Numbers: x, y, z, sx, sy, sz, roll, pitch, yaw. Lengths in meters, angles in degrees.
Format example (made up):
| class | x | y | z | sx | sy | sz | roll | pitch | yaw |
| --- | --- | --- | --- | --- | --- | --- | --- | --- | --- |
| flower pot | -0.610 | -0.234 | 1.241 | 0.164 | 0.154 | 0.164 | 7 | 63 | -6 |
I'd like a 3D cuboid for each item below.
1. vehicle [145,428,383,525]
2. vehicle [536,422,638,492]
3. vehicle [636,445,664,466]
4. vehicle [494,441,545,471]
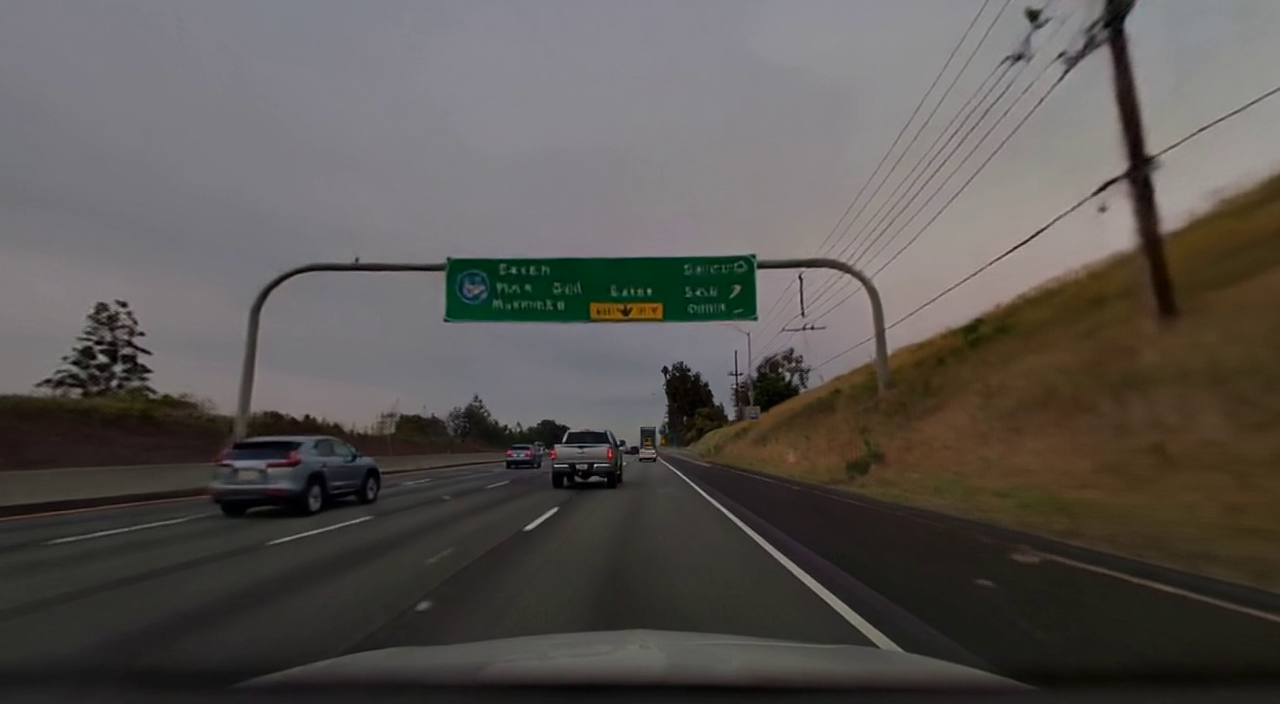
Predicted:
| class | x | y | z | sx | sy | sz | roll | pitch | yaw |
| --- | --- | --- | --- | --- | --- | --- | --- | --- | --- |
| vehicle | -7.266 | 2.426 | 12.889 | 2.055 | 1.618 | 4.457 | 0 | -8 | 1 |
| vehicle | -1.600 | 3.584 | 21.892 | 2.972 | 2.087 | 6.126 | 0 | -8 | 0 |
| vehicle | 0.705 | 7.769 | 47.282 | 2.025 | 1.485 | 4.310 | 0 | -8 | -1 |
| vehicle | -7.416 | 6.437 | 39.234 | 2.143 | 1.688 | 4.776 | 0 | -8 | 1 |
